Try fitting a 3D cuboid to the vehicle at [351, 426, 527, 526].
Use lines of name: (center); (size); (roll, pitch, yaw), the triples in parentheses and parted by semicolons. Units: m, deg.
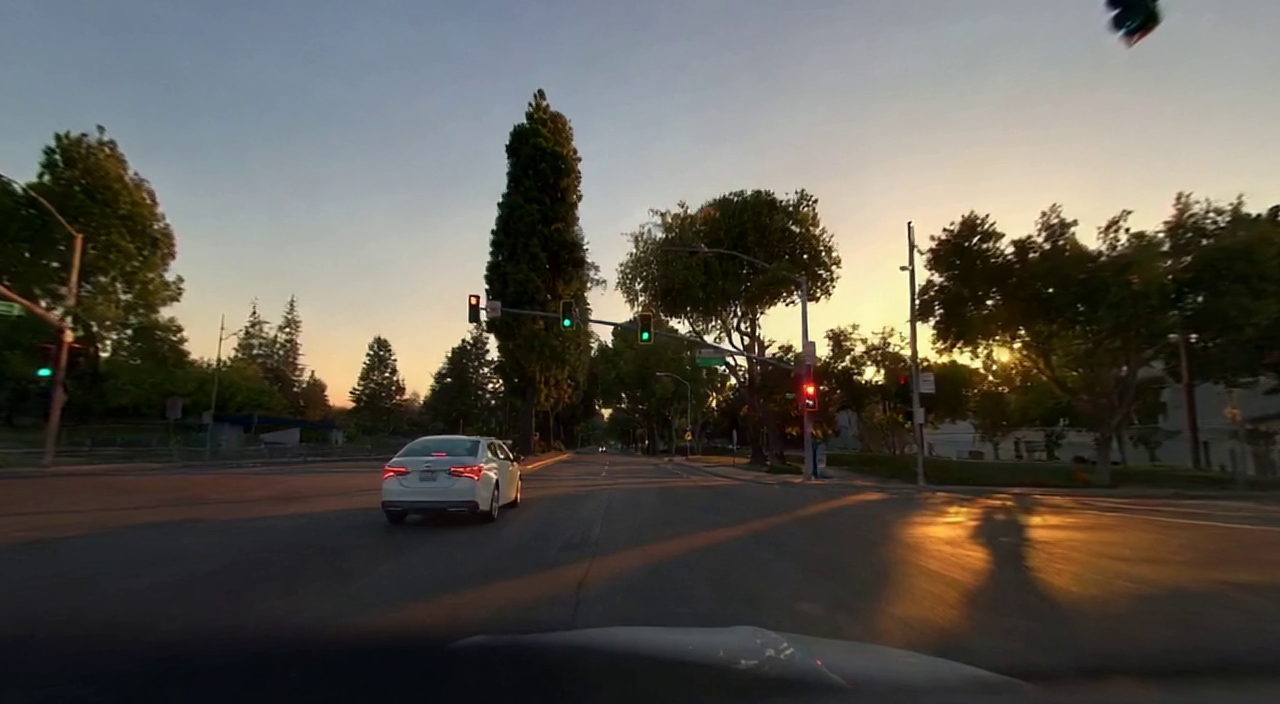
vehicle: (-3.477, 2.223, 11.898); (1.915, 1.521, 4.283); (0, -8, 0)
